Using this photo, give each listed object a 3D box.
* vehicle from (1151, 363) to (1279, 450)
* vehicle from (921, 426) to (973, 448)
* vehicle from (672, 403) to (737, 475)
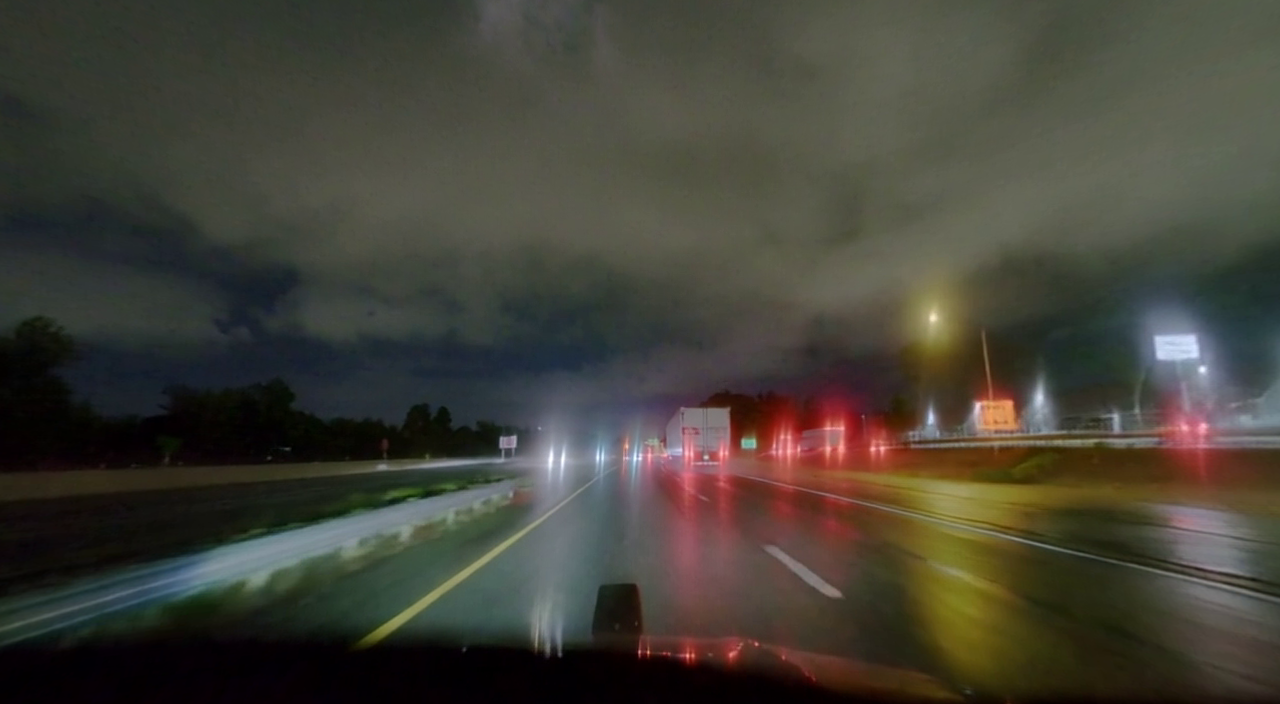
[{"bbox_3d":[35.422,3.709,39.195,2.833,4.493,14.015,-5,-9,29],"label":"vehicle"},{"bbox_3d":[22.918,6.409,47.094,1.800,1.506,3.851,0,-9,-1],"label":"vehicle"},{"bbox_3d":[4.059,6.059,43.064,3.185,4.154,12.638,0,-9,0],"label":"vehicle"}]
